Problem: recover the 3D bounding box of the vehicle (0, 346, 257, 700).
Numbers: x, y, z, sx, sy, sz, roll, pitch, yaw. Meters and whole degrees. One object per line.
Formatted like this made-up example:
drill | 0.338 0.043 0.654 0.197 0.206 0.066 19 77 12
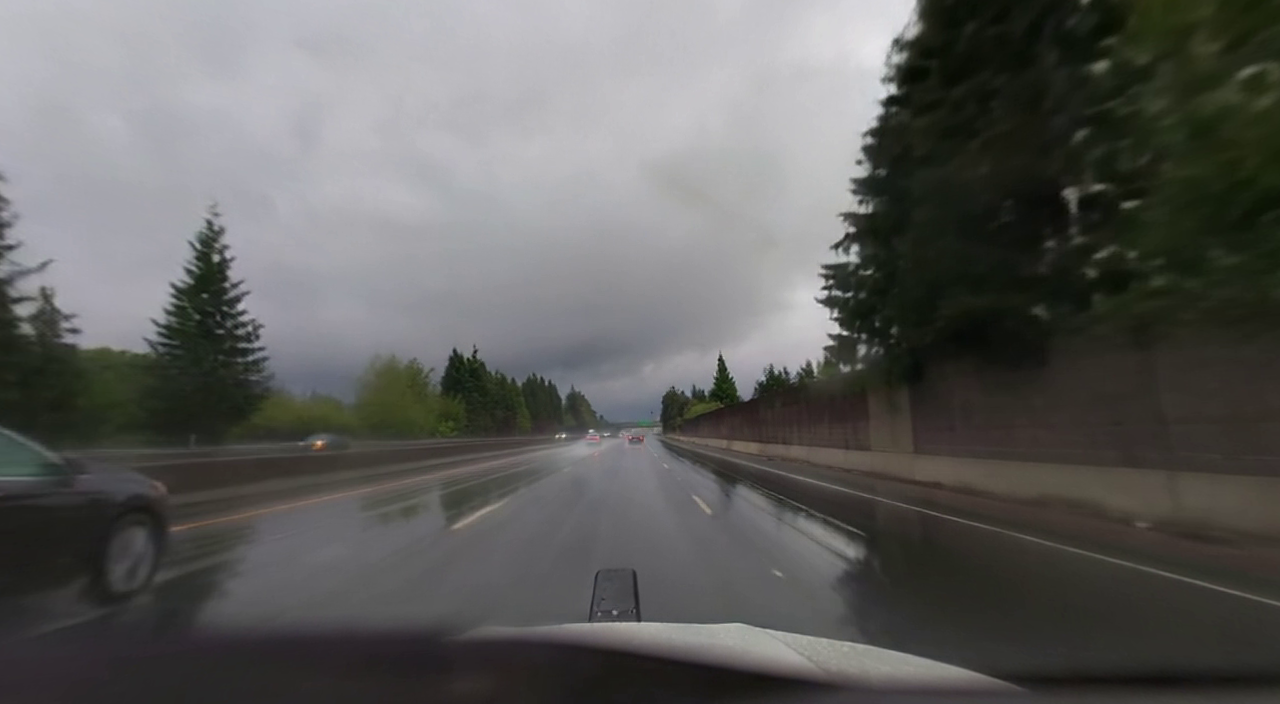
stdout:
vehicle | -4.305 0.806 2.814 2.306 1.730 4.606 0 -8 0
